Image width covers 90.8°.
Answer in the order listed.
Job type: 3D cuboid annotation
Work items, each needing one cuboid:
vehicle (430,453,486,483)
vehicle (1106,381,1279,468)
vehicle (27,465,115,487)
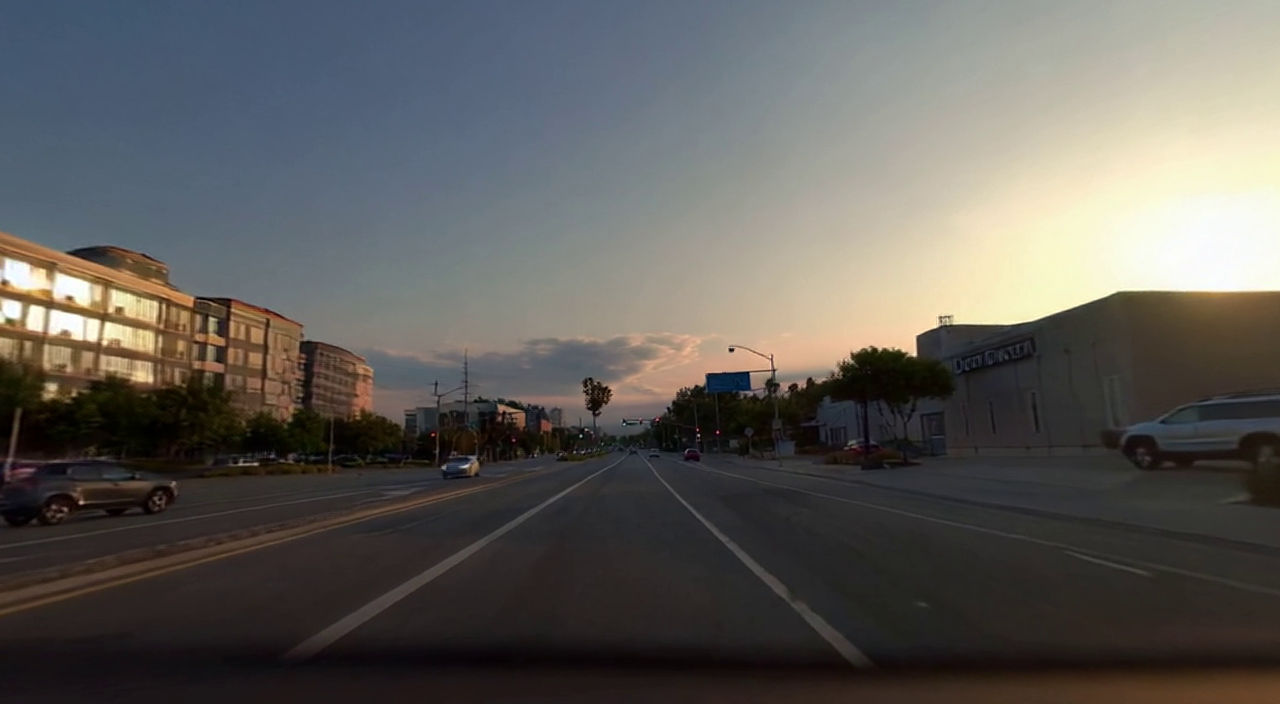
[{"bbox_3d":[-10.158,6.476,35.601,1.893,1.525,4.237,0,-8,0],"label":"vehicle"},{"bbox_3d":[16.499,2.091,17.555,2.228,2.098,5.872,0,-8,-5],"label":"vehicle"},{"bbox_3d":[-43.124,9.419,47.915,4.690,1.508,2.000,0,-8,0],"label":"vehicle"}]
